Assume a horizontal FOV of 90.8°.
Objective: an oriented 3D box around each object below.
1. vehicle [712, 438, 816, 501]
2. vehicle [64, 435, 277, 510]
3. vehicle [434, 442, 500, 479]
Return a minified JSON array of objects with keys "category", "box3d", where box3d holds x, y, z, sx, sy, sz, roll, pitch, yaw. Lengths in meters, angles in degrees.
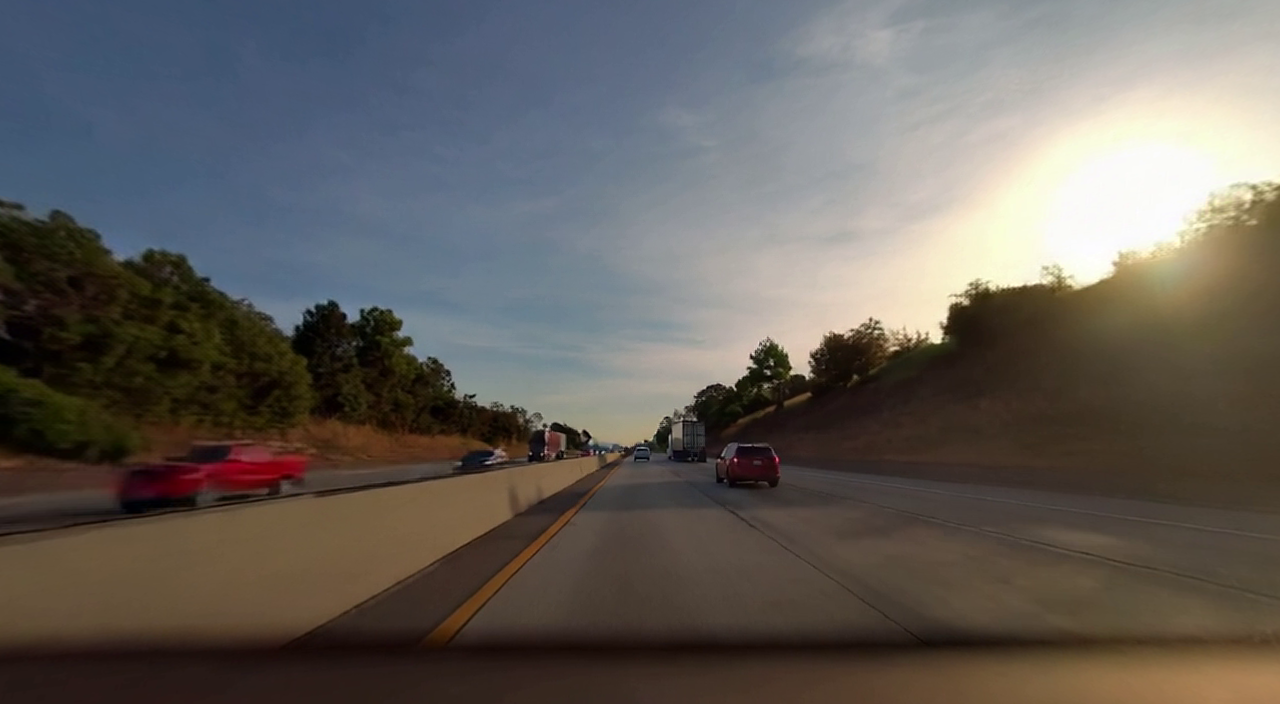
[{"category":"vehicle","box3d":[3.582,3.495,19.184,2.130,1.658,4.537,0,-9,-2]},{"category":"vehicle","box3d":[-11.610,2.990,16.125,1.961,1.615,4.473,0,-9,0]},{"category":"vehicle","box3d":[-8.010,5.052,29.653,1.920,1.606,4.329,0,-8,-1]}]
